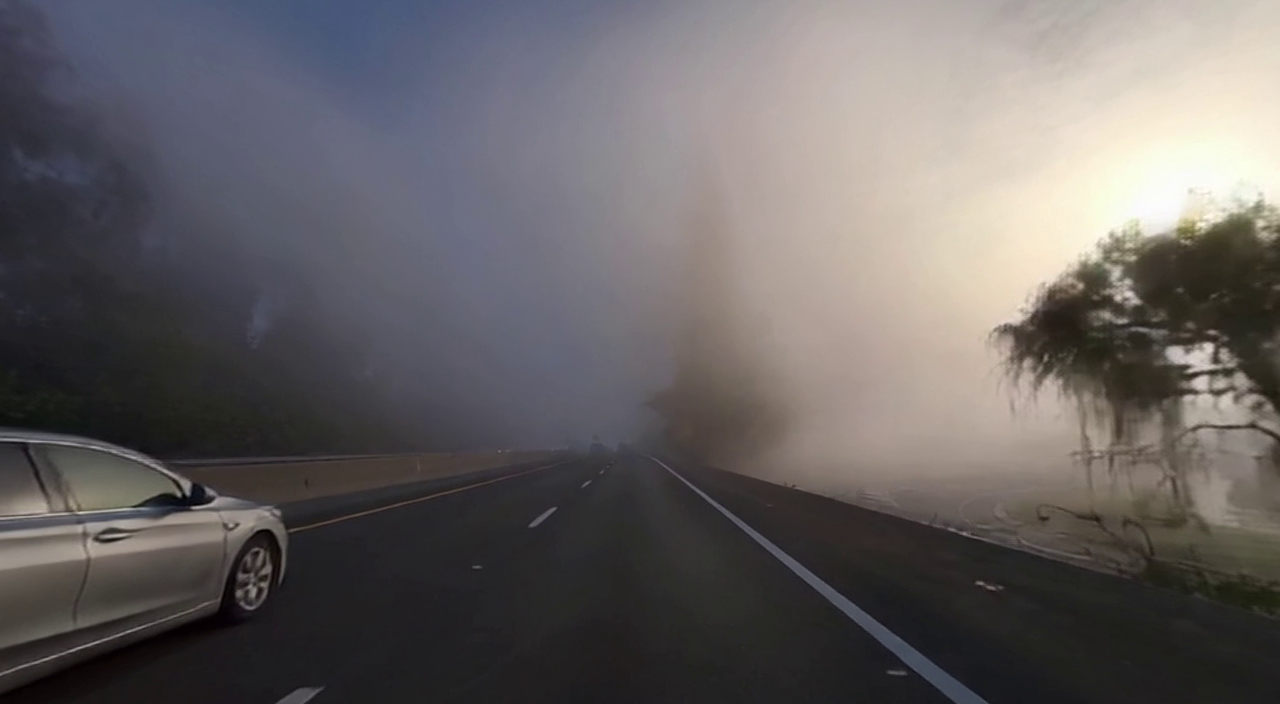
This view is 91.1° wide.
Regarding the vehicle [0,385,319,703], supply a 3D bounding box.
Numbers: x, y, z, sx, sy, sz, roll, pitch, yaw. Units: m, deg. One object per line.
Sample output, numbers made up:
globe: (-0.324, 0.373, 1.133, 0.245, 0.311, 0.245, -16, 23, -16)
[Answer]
vehicle: (-3.836, 0.967, 2.945, 2.092, 1.562, 4.748, 0, -8, 1)
